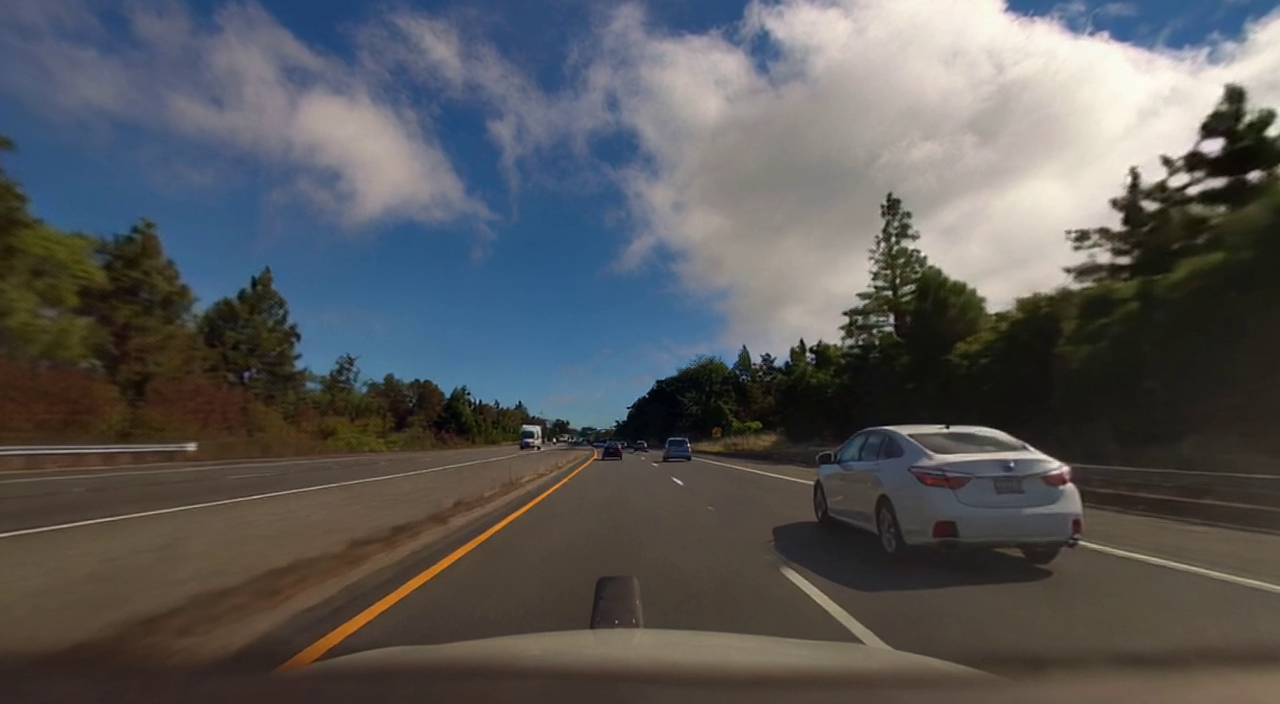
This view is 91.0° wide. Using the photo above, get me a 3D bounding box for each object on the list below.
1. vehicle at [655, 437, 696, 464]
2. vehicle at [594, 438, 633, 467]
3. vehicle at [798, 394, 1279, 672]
[{"bbox_3d":[2.132,6.057,38.909,2.146,1.546,3.796,0,-8,-2],"label":"vehicle"},{"bbox_3d":[-1.592,5.898,37.125,2.178,1.559,4.254,0,-8,-3],"label":"vehicle"},{"bbox_3d":[3.310,1.389,6.212,2.055,1.566,5.046,0,-8,-2],"label":"vehicle"}]
